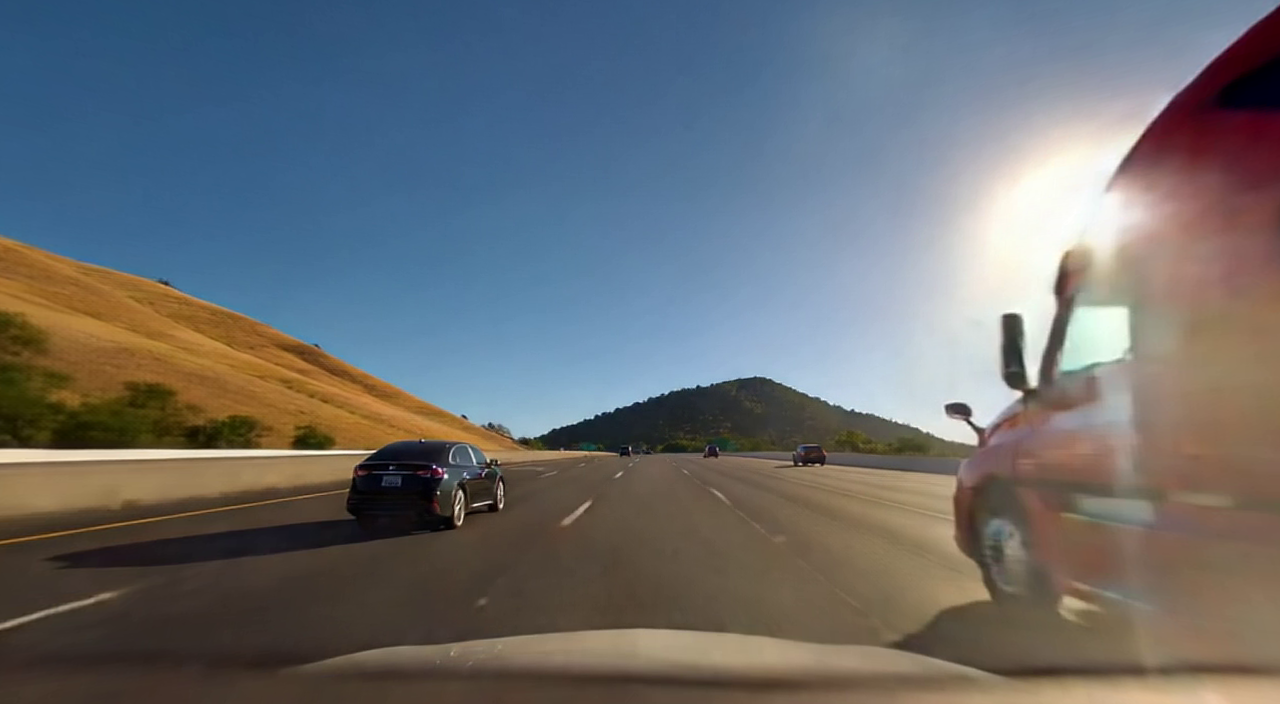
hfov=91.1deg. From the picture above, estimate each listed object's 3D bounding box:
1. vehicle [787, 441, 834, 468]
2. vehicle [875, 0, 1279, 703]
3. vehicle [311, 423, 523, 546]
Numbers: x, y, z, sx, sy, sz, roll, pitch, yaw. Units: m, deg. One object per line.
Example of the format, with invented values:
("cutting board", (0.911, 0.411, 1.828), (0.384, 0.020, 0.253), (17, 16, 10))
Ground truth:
("vehicle", (12.025, 7.234, 44.498), (2.062, 1.736, 4.589), (0, -9, 0))
("vehicle", (4.056, -0.136, 2.302), (3.277, 3.871, 7.882), (0, -9, 0))
("vehicle", (-3.337, 2.053, 10.342), (1.967, 1.615, 3.886), (0, -9, 1))
